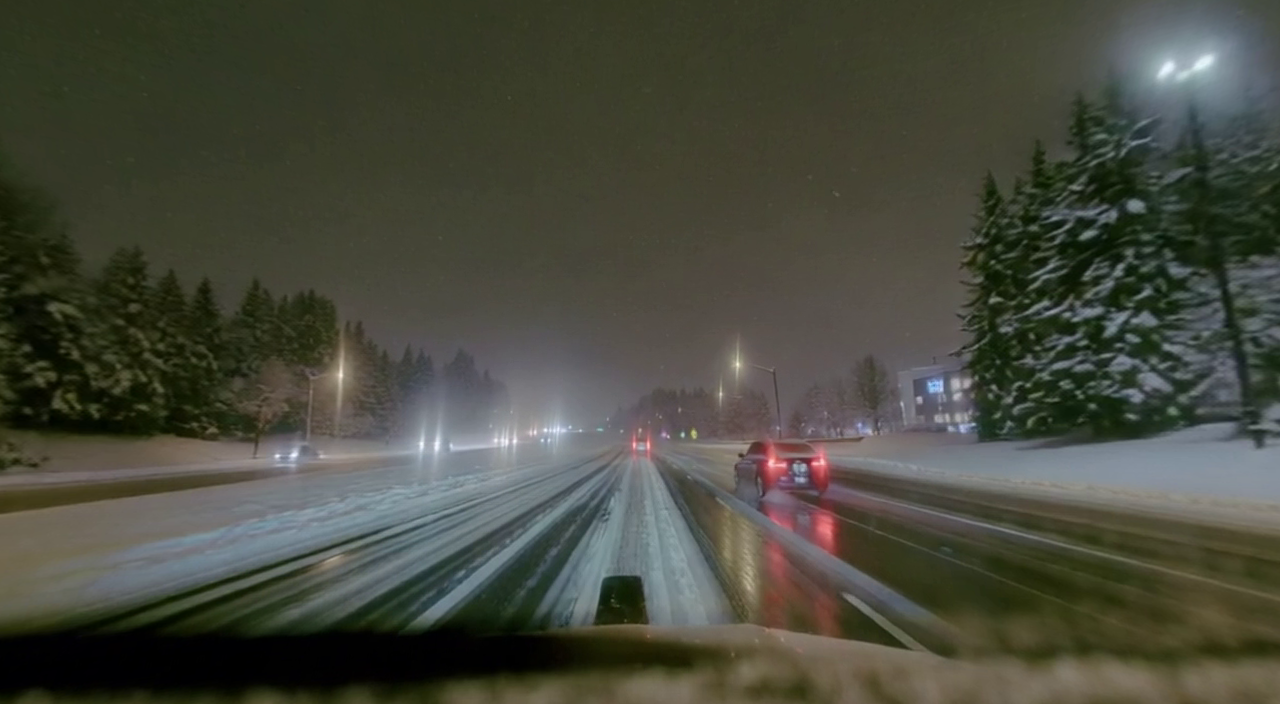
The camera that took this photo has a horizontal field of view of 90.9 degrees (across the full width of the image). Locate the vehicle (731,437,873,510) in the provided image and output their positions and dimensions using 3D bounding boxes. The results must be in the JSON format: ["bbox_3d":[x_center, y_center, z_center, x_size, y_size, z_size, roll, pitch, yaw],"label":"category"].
[{"bbox_3d":[3.562,2.740,14.793,2.069,1.431,4.313,0,-8,-2],"label":"vehicle"}]
